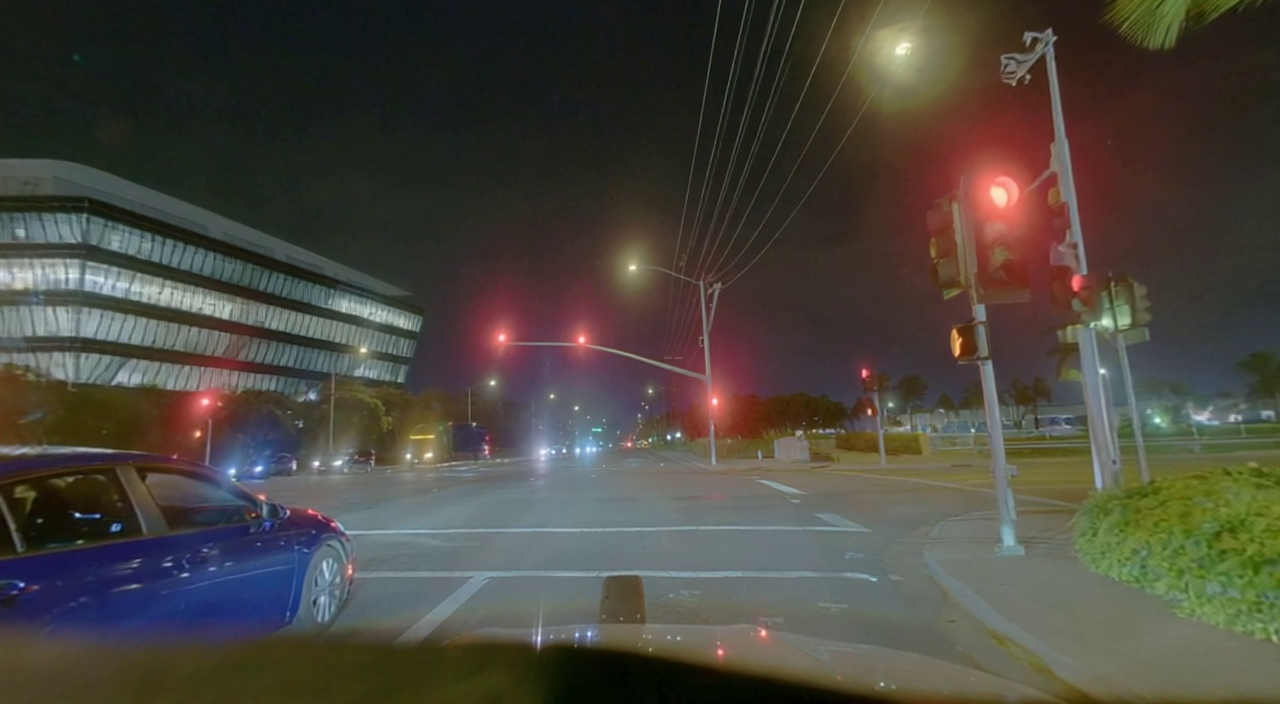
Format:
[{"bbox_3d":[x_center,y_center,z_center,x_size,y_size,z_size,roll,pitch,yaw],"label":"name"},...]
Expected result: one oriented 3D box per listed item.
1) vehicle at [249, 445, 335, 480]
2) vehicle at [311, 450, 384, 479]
[{"bbox_3d":[-19.100,6.062,34.831,2.017,1.739,4.569,0,-9,1],"label":"vehicle"},{"bbox_3d":[-15.375,5.923,33.298,1.875,1.389,3.784,0,-9,3],"label":"vehicle"}]
